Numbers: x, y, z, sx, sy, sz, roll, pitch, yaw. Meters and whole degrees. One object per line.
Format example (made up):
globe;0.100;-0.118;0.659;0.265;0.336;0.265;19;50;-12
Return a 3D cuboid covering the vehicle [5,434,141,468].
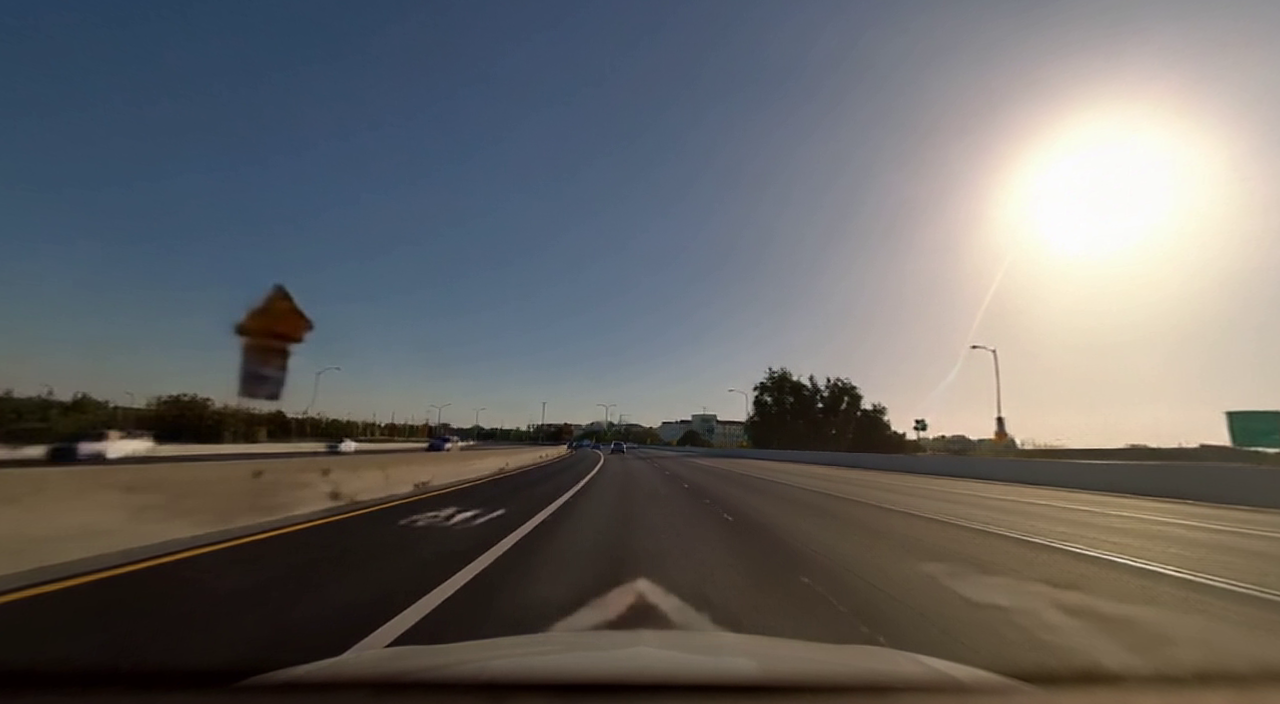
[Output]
vehicle;-26.335;4.629;29.592;2.027;1.457;4.742;0;-8;-1
